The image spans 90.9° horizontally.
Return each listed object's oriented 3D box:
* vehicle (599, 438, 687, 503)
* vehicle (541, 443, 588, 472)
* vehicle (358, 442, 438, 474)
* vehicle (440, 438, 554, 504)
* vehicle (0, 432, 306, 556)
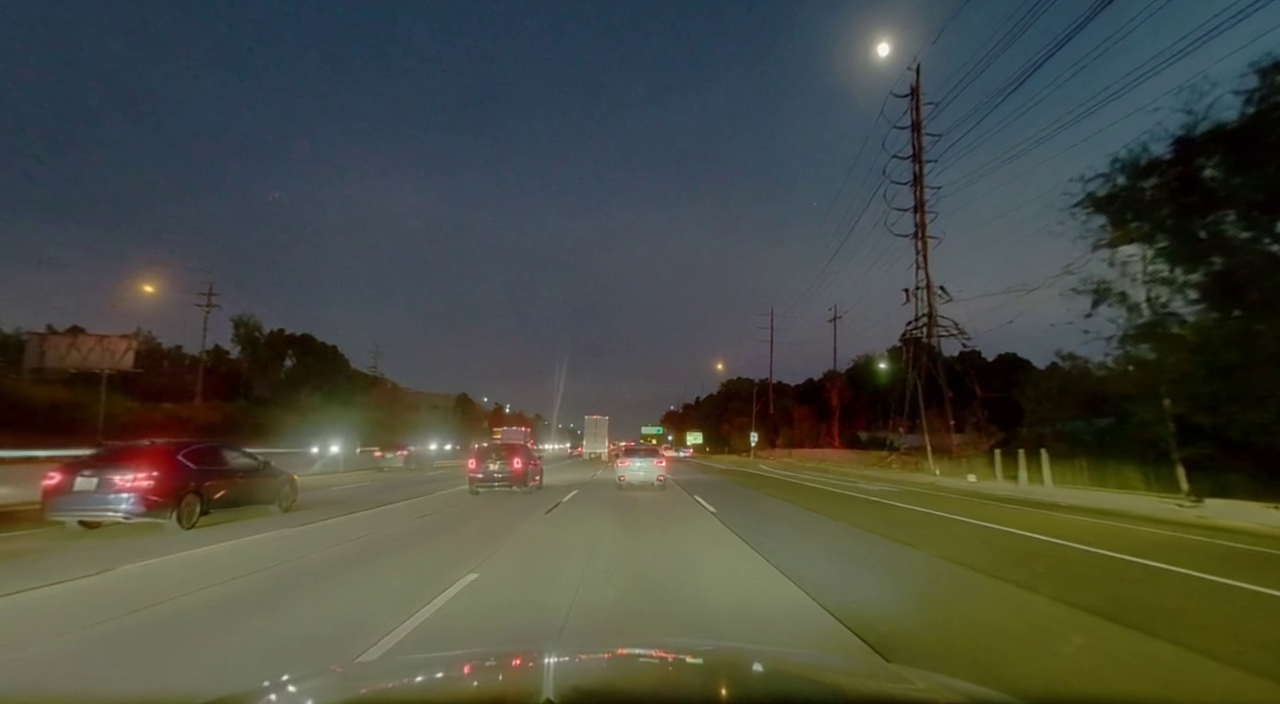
[{"bbox_3d":[0.033,3.059,16.757,2.018,1.470,4.491,0,-9,-1],"label":"vehicle"},{"bbox_3d":[-3.932,5.568,33.494,2.013,1.437,3.801,0,-9,0],"label":"vehicle"},{"bbox_3d":[-12.100,5.321,31.912,2.089,1.500,4.780,0,-9,1],"label":"vehicle"},{"bbox_3d":[-3.502,2.985,16.281,1.912,1.464,4.115,0,-9,1],"label":"vehicle"},{"bbox_3d":[-7.372,2.016,9.738,1.867,1.445,4.499,0,-9,1],"label":"vehicle"}]
